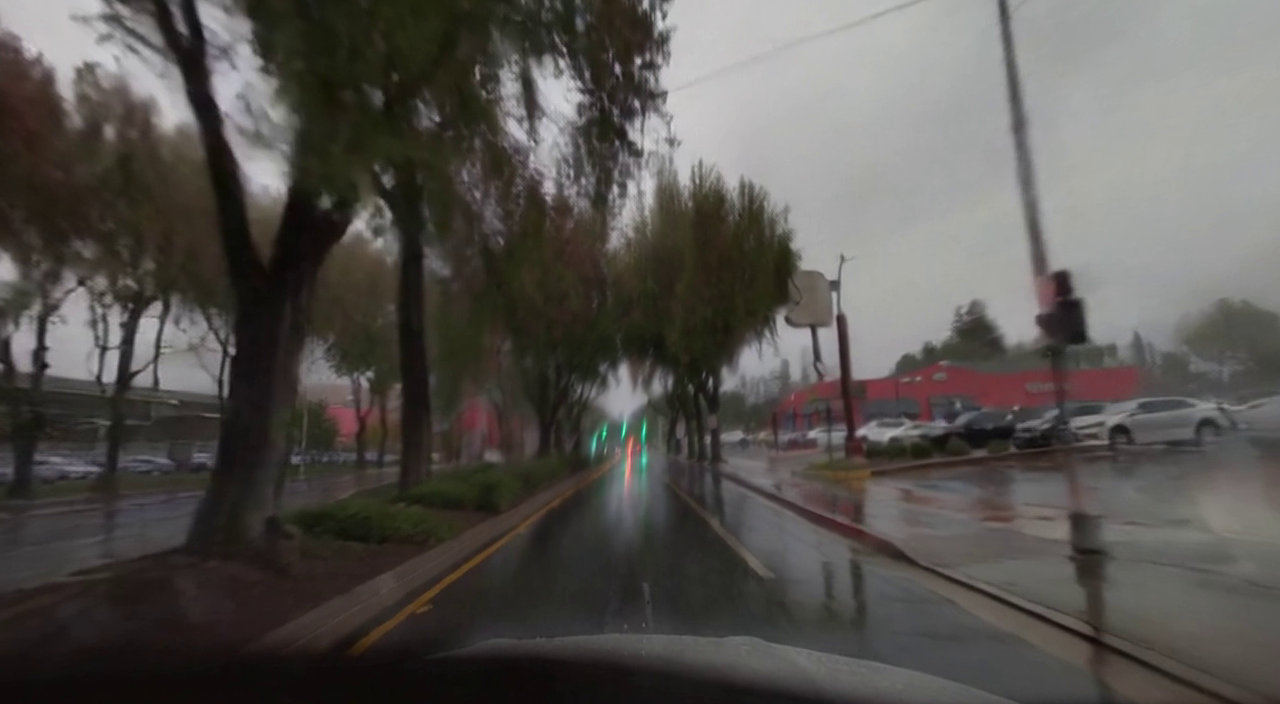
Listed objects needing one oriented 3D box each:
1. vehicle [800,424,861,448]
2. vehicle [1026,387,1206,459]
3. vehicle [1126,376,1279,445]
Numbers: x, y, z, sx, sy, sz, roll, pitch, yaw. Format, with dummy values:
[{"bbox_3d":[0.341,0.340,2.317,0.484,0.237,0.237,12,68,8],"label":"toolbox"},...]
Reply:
[{"bbox_3d":[13.555,6.003,45.020,3.756,1.580,1.886,-1,-9,3],"label":"vehicle"},{"bbox_3d":[12.517,1.879,16.718,3.351,1.387,1.579,-7,-7,-1],"label":"vehicle"},{"bbox_3d":[12.845,1.296,13.631,3.255,1.363,1.549,-1,-10,3],"label":"vehicle"}]
